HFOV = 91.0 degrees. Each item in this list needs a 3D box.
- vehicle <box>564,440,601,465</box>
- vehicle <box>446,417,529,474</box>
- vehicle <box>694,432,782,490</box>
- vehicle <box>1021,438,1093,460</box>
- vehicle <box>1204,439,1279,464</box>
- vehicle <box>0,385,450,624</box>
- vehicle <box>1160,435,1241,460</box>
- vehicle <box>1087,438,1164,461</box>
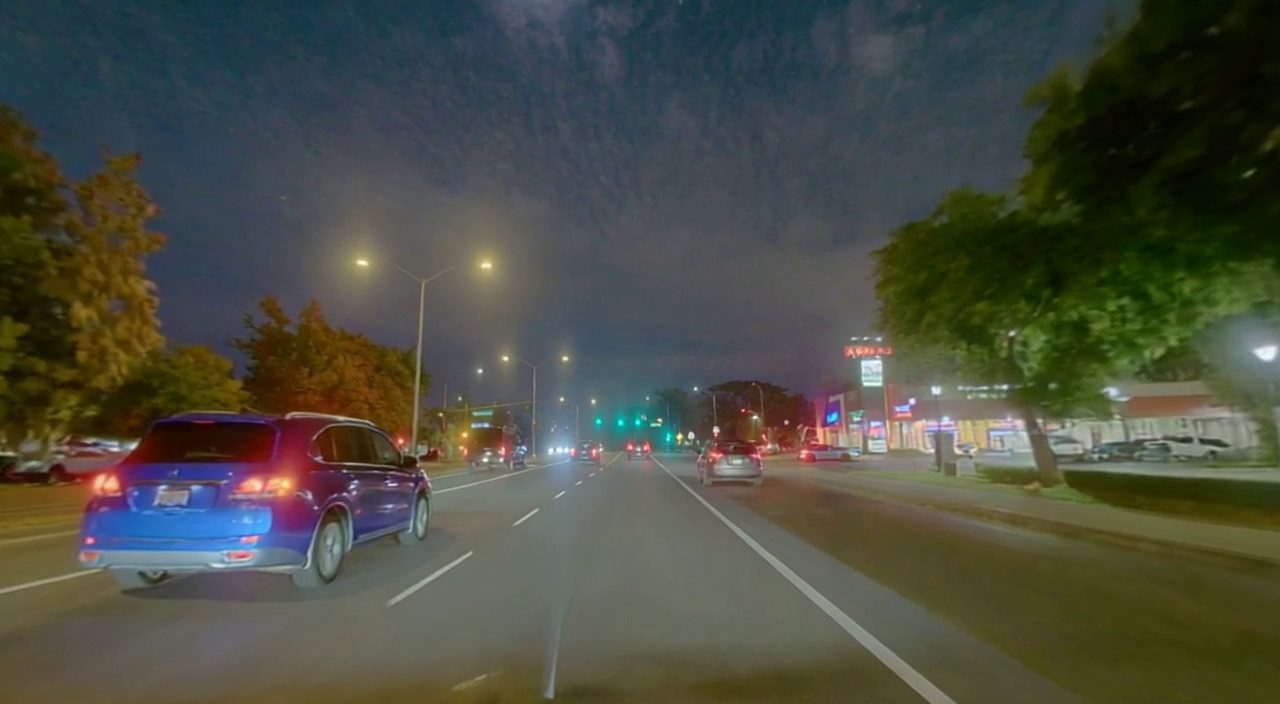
[{"bbox_3d":[-4.069,7.157,45.108,2.133,1.677,4.727,0,-9,0],"label":"vehicle"},{"bbox_3d":[-7.706,4.856,32.679,2.863,2.592,6.410,1,-9,-2],"label":"vehicle"},{"bbox_3d":[3.307,3.796,22.273,2.167,1.792,4.835,1,-9,-2],"label":"vehicle"},{"bbox_3d":[28.109,6.549,42.579,1.760,1.431,4.343,1,-9,-2],"label":"vehicle"},{"bbox_3d":[43.228,6.965,44.243,1.980,1.596,5.674,0,-8,1],"label":"vehicle"},{"bbox_3d":[-3.765,1.442,6.863,2.038,1.748,4.303,0,-9,0],"label":"vehicle"},{"bbox_3d":[38.152,6.528,42.961,1.812,1.641,3.875,1,-9,-3],"label":"vehicle"},{"bbox_3d":[33.226,6.708,43.241,1.817,1.503,4.238,0,-9,-1],"label":"vehicle"}]
